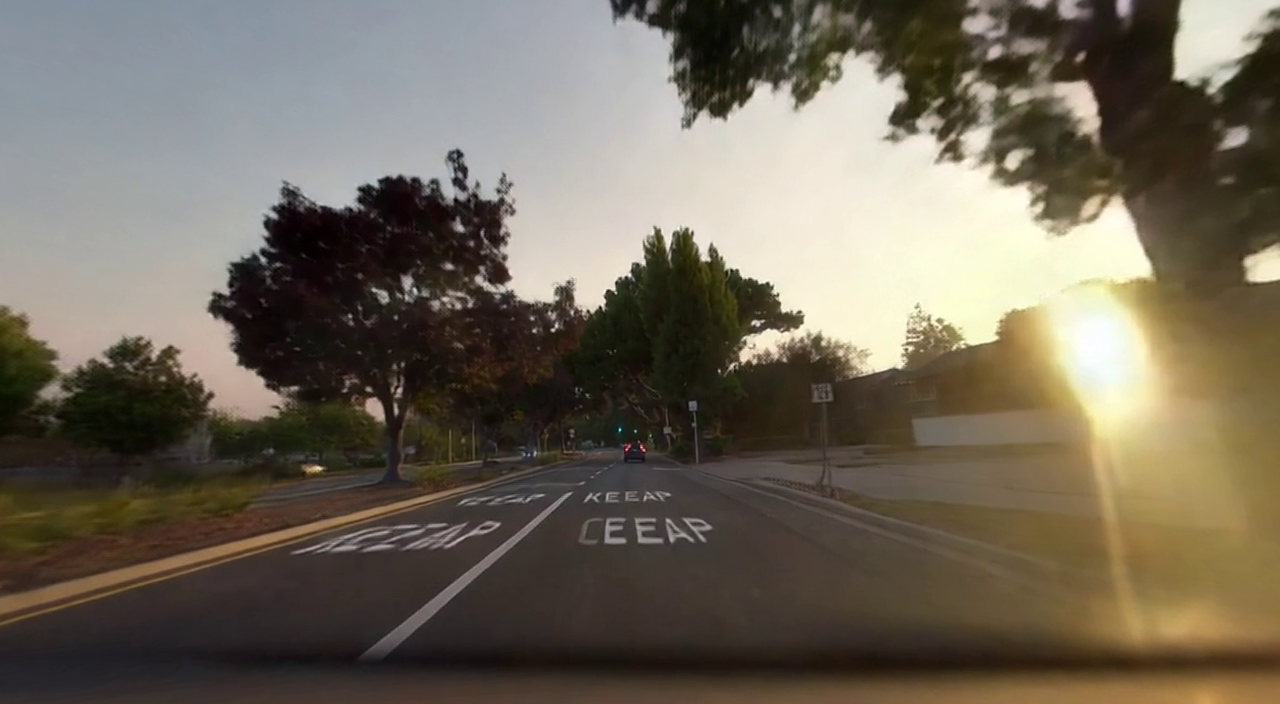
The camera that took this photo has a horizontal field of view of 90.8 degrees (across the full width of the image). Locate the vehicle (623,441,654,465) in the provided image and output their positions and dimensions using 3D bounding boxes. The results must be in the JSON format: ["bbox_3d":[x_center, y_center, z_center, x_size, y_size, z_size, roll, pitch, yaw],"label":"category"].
[{"bbox_3d":[-0.102,7.009,43.997,2.045,1.613,4.210,0,-8,0],"label":"vehicle"}]
